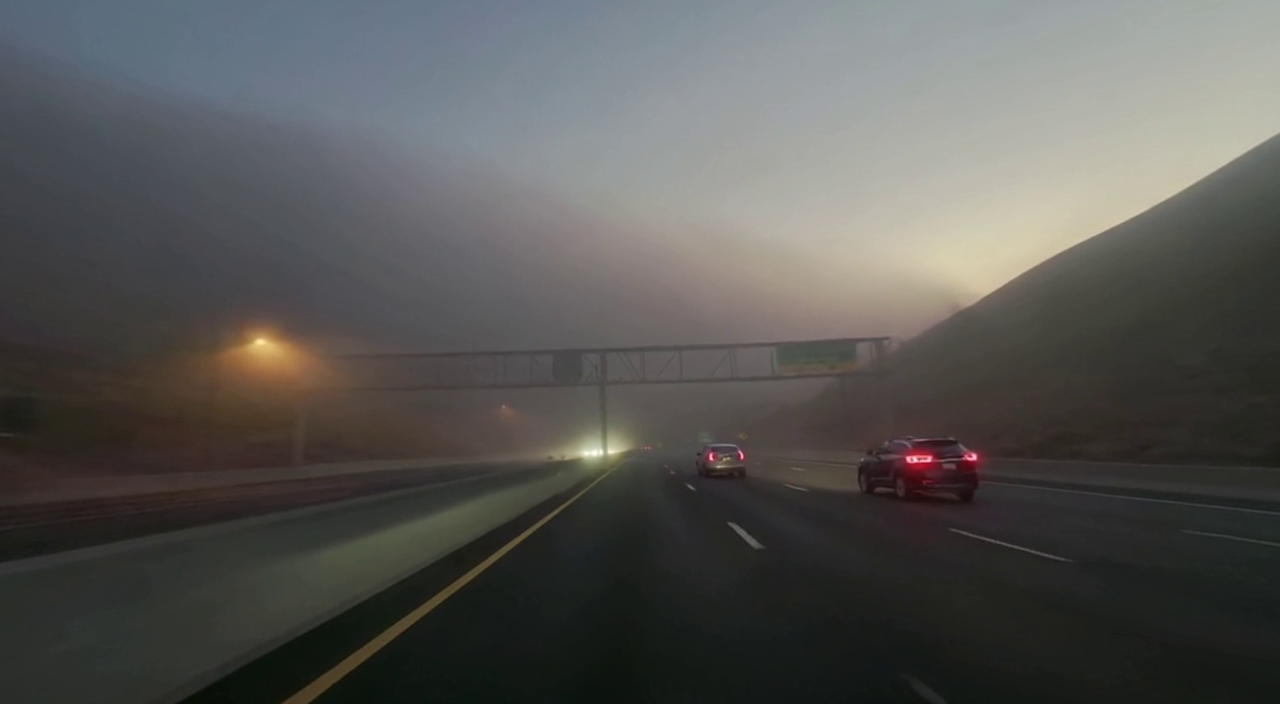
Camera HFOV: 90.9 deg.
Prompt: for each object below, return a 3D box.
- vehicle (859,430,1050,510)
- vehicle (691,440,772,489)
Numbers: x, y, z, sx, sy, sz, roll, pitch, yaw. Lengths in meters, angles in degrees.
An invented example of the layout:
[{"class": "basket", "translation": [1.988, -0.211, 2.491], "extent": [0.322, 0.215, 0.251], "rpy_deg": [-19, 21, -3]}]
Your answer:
[{"class": "vehicle", "translation": [6.932, 2.643, 14.649], "extent": [1.988, 1.530, 4.777], "rpy_deg": [0, -8, 0]}, {"class": "vehicle", "translation": [2.916, 3.696, 21.088], "extent": [2.044, 1.444, 4.216], "rpy_deg": [0, -8, -1]}]
